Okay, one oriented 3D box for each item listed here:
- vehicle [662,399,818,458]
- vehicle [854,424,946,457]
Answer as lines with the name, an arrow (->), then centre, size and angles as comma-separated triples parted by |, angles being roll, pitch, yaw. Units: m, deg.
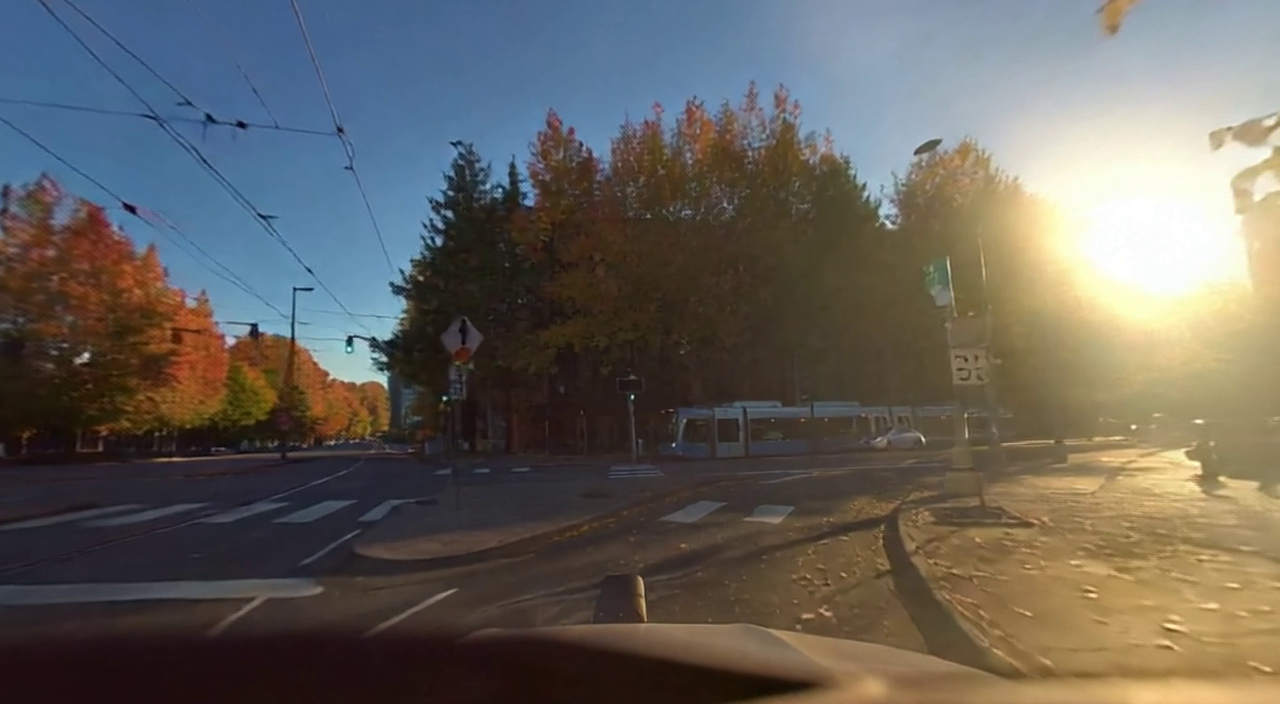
vehicle -> 6.870, 5.331, 43.007 | 10.391, 3.725, 2.904 | 3, -9, -19
vehicle -> 14.762, 5.058, 35.606 | 4.687, 1.760, 2.028 | 3, -9, -22
